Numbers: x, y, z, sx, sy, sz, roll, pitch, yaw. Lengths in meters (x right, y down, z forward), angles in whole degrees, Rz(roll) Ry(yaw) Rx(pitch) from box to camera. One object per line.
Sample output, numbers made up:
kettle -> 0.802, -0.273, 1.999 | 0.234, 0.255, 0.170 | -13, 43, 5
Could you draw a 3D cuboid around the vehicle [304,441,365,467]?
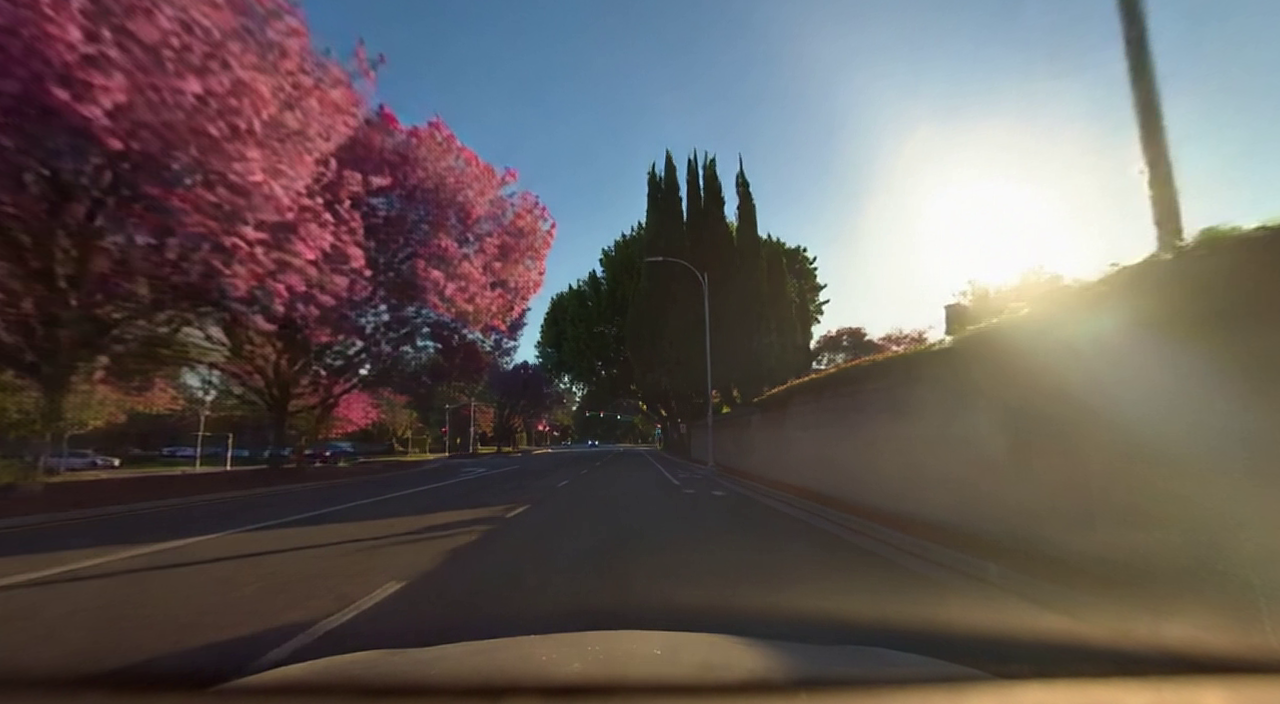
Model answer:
vehicle -> -20.809, 6.963, 43.098 | 1.896, 1.689, 4.599 | 0, -8, 0
